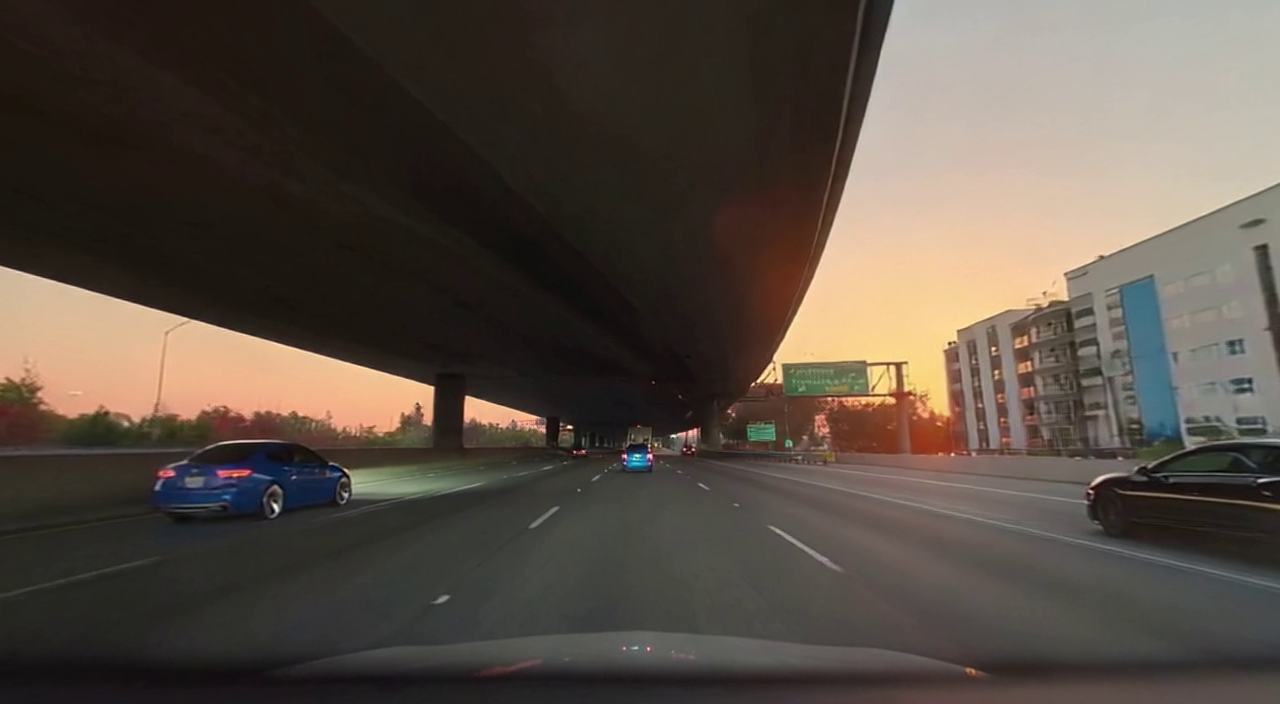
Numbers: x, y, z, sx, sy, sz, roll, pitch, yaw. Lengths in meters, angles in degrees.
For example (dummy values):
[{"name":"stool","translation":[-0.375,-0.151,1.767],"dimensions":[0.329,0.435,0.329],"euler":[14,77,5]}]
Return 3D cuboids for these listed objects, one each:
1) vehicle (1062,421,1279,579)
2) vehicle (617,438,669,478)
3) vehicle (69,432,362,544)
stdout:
[{"name":"vehicle","translation":[7.108,1.514,6.668],"dimensions":[1.937,1.498,4.710],"euler":[0,-8,-1]},{"name":"vehicle","translation":[0.108,4.450,26.693],"dimensions":[2.036,1.542,3.891],"euler":[0,-8,0]},{"name":"vehicle","translation":[-6.645,2.137,10.615],"dimensions":[1.978,1.477,4.239],"euler":[0,-8,0]}]
